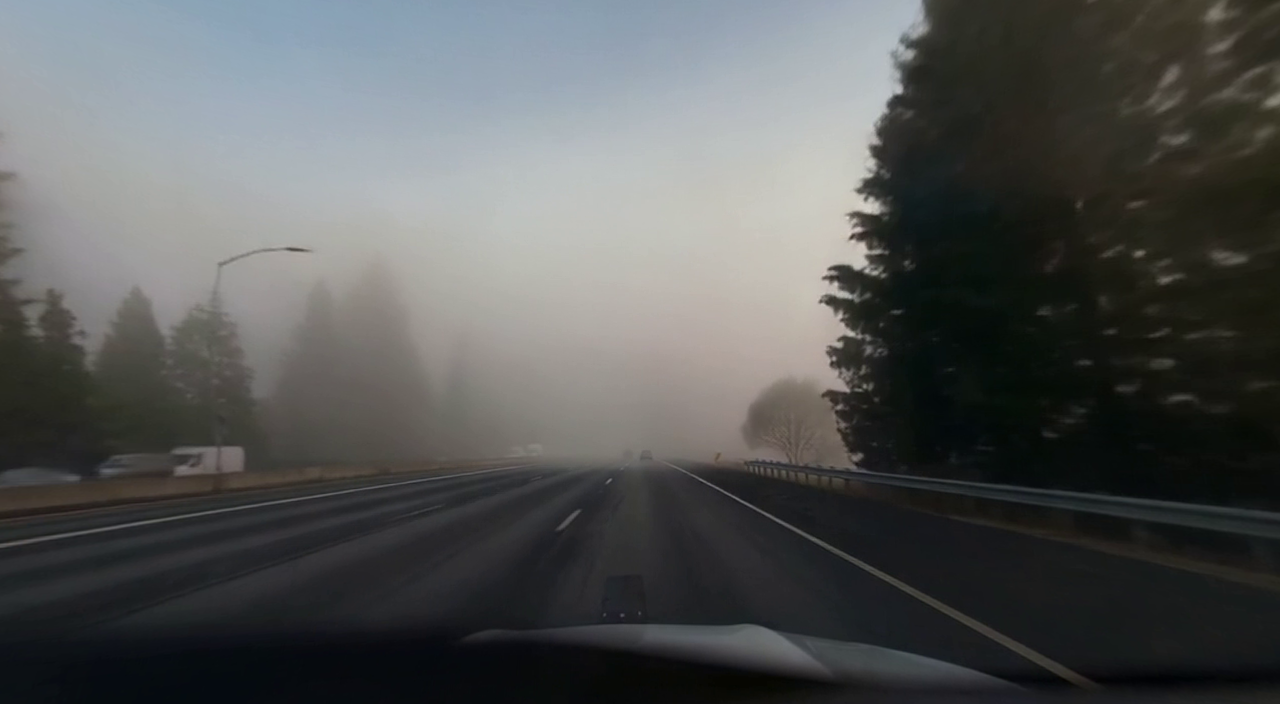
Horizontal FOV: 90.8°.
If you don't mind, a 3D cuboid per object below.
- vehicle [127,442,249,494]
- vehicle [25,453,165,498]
[{"bbox_3d":[-24.193,6.184,34.124,2.548,2.511,5.309,0,-9,0],"label":"vehicle"},{"bbox_3d":[-24.150,5.448,28.242,2.042,1.756,4.678,0,-9,0],"label":"vehicle"}]
